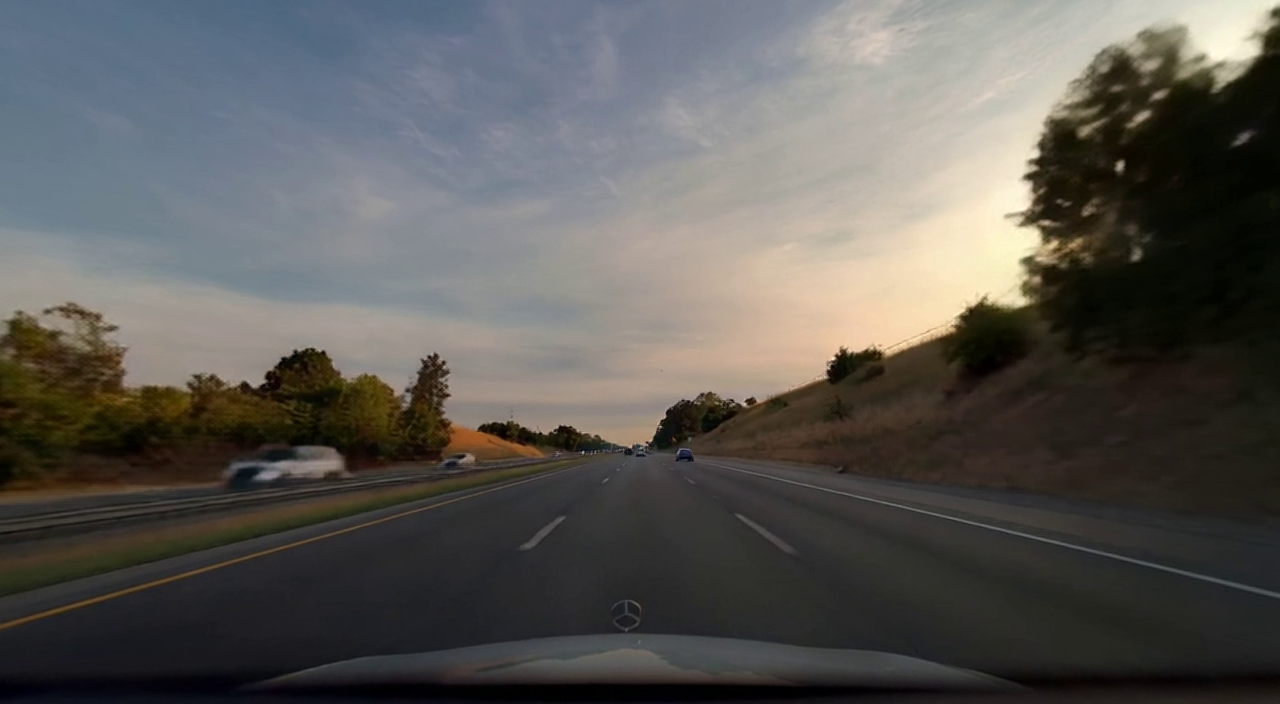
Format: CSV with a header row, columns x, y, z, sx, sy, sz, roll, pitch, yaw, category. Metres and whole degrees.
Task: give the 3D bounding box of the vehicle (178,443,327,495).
x,y,z,sx,sy,sz,roll,pitch,yaw,category
-12.248,3.706,20.334,2.158,1.468,4.077,0,-9,1,vehicle
